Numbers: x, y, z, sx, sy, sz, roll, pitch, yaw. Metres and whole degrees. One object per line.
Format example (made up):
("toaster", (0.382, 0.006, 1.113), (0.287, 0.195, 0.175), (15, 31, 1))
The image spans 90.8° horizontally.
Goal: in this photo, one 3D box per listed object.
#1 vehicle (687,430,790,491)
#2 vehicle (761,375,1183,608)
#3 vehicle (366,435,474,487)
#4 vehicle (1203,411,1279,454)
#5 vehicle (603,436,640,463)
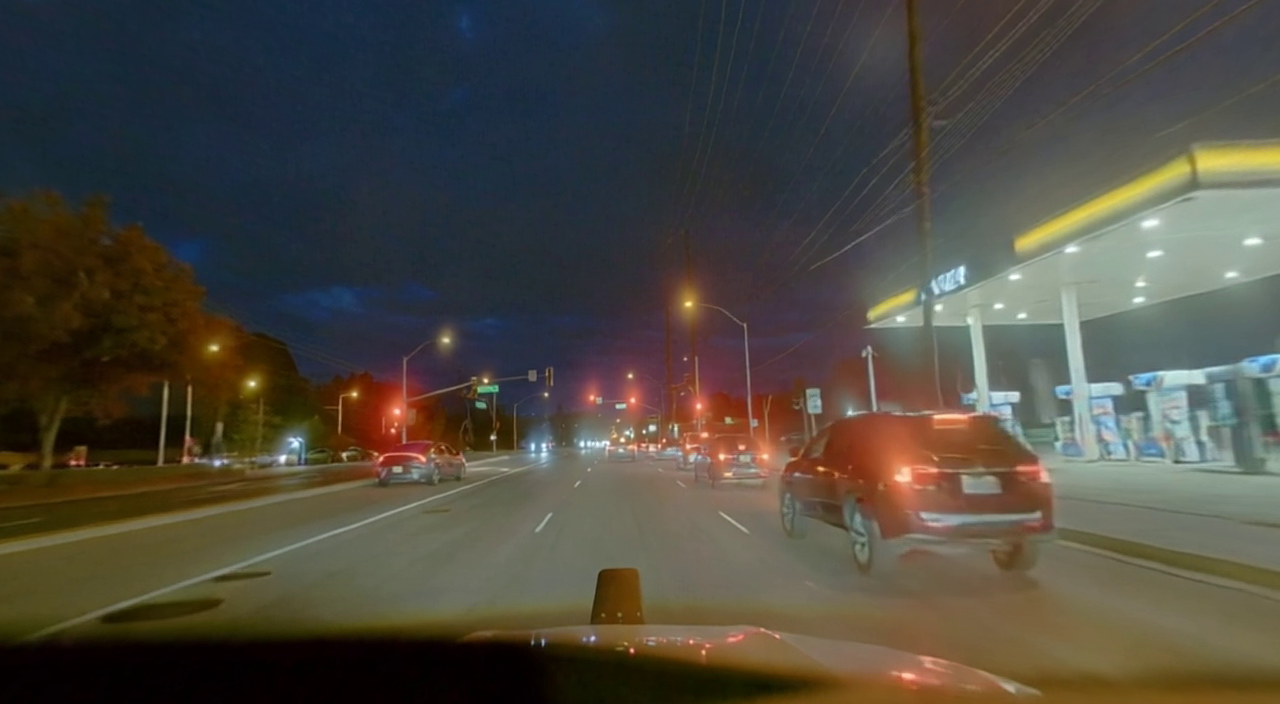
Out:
("vehicle", (2.593, 2.991, 17.780), (1.945, 1.470, 4.363), (0, -8, -4))
("vehicle", (3.131, 1.452, 7.573), (2.124, 1.824, 4.973), (0, -8, -3))
("vehicle", (-6.917, 3.452, 20.404), (2.075, 1.470, 4.190), (0, -8, -1))
("vehicle", (24.252, 3.083, 24.038), (1.850, 1.549, 3.930), (0, -9, -3))
("vehicle", (-1.137, 5.742, 37.478), (2.065, 1.484, 3.894), (0, -8, -2))
